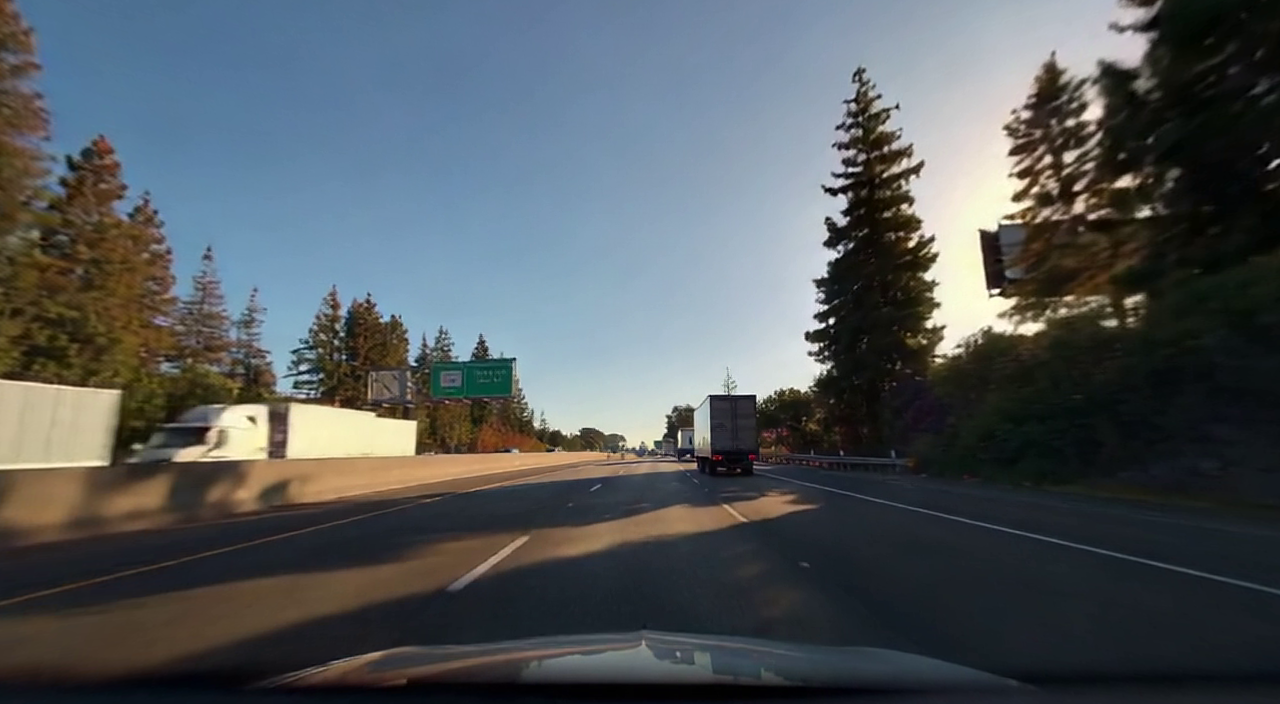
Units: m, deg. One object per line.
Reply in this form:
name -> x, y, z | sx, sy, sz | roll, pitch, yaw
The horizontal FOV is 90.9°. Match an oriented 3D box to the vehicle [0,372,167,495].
vehicle -> -22.712, 2.871, 21.908 | 3.049, 4.039, 11.774 | 0, -9, 2

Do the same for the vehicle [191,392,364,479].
vehicle -> -18.380, 4.471, 33.095 | 3.186, 3.906, 9.306 | 0, -9, 2

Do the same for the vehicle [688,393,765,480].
vehicle -> 4.762, 5.144, 38.058 | 2.826, 4.269, 14.176 | 0, -8, 1
